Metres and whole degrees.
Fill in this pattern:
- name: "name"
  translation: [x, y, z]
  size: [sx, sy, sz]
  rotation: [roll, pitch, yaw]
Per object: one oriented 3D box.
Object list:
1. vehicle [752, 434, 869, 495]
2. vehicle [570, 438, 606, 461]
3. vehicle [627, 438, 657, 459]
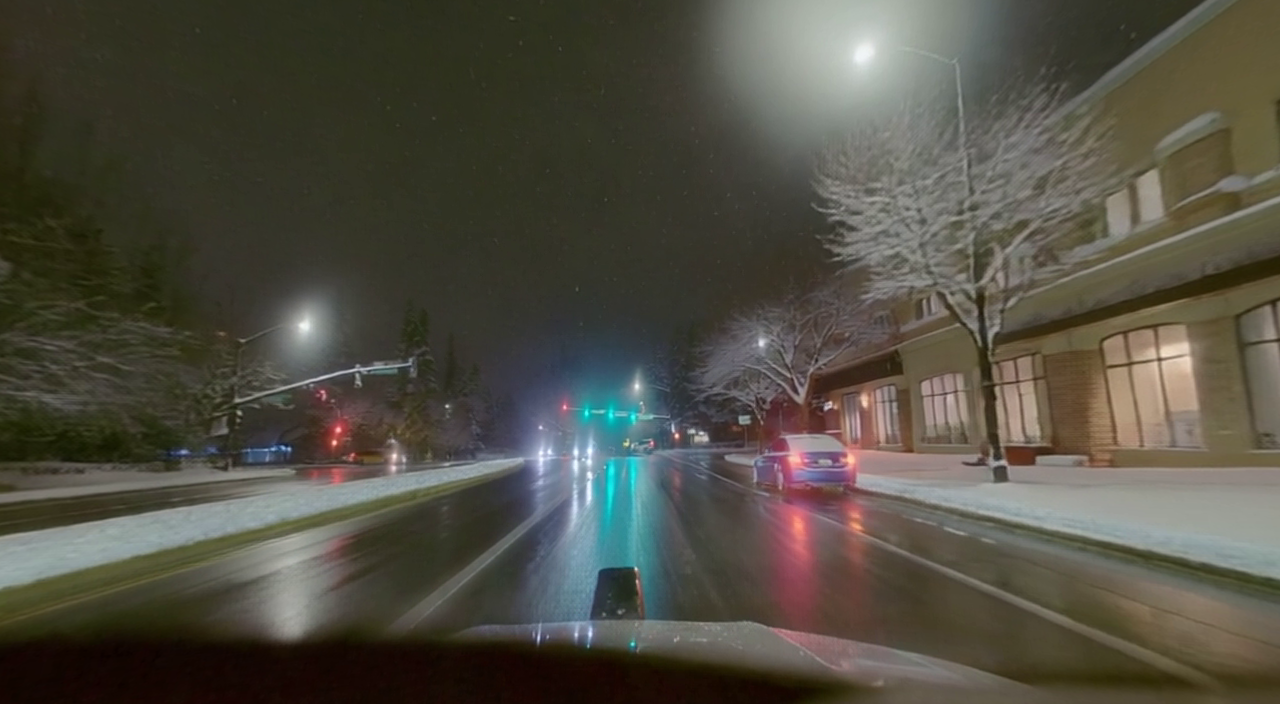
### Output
- name: "vehicle"
  translation: [4.566, 3.077, 17.605]
  size: [1.942, 1.469, 4.049]
  rotation: [0, -8, -3]
- name: "vehicle"
  translation: [-3.474, 6.618, 42.955]
  size: [2.032, 1.467, 4.411]
  rotation: [0, -8, 1]
- name: "vehicle"
  translation: [0.164, 6.986, 45.796]
  size: [2.059, 1.456, 4.047]
  rotation: [0, -8, 1]
